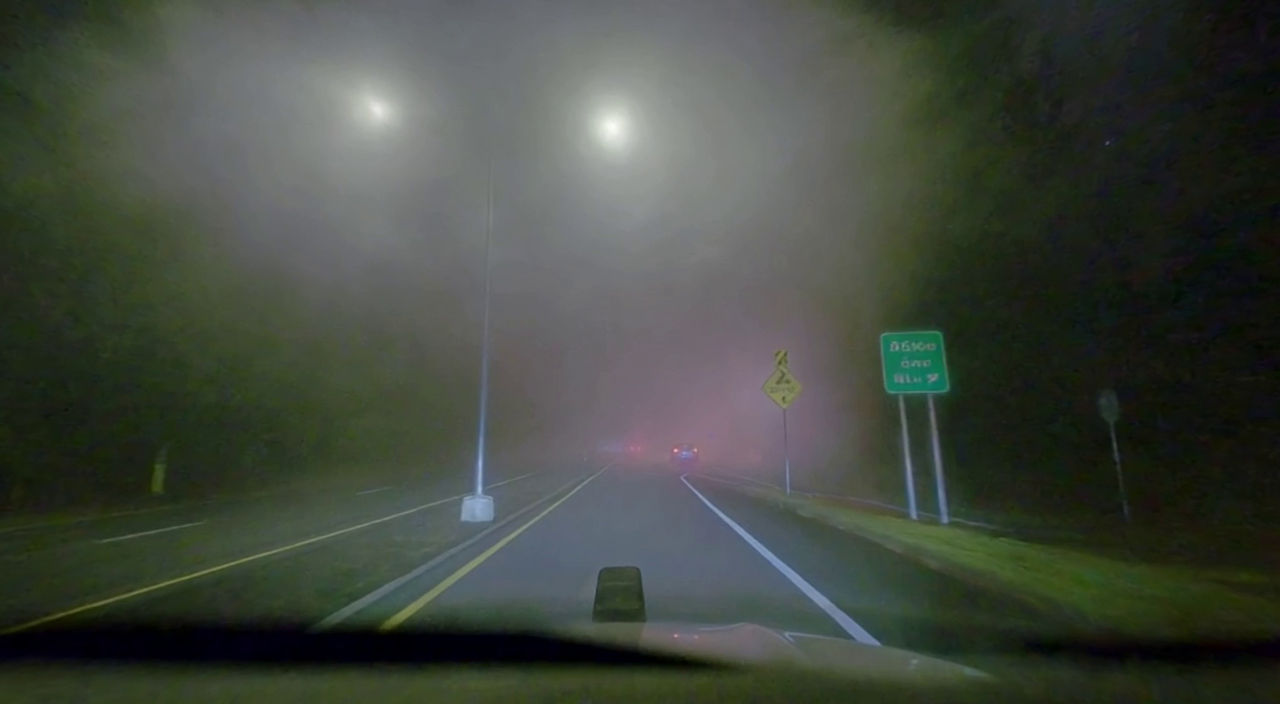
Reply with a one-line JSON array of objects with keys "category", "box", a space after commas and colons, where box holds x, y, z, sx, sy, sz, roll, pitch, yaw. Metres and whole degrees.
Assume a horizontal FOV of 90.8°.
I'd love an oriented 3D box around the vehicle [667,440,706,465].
[{"category": "vehicle", "box": [3.369, 7.422, 46.582, 2.183, 1.744, 4.424, 0, -9, -4]}]
